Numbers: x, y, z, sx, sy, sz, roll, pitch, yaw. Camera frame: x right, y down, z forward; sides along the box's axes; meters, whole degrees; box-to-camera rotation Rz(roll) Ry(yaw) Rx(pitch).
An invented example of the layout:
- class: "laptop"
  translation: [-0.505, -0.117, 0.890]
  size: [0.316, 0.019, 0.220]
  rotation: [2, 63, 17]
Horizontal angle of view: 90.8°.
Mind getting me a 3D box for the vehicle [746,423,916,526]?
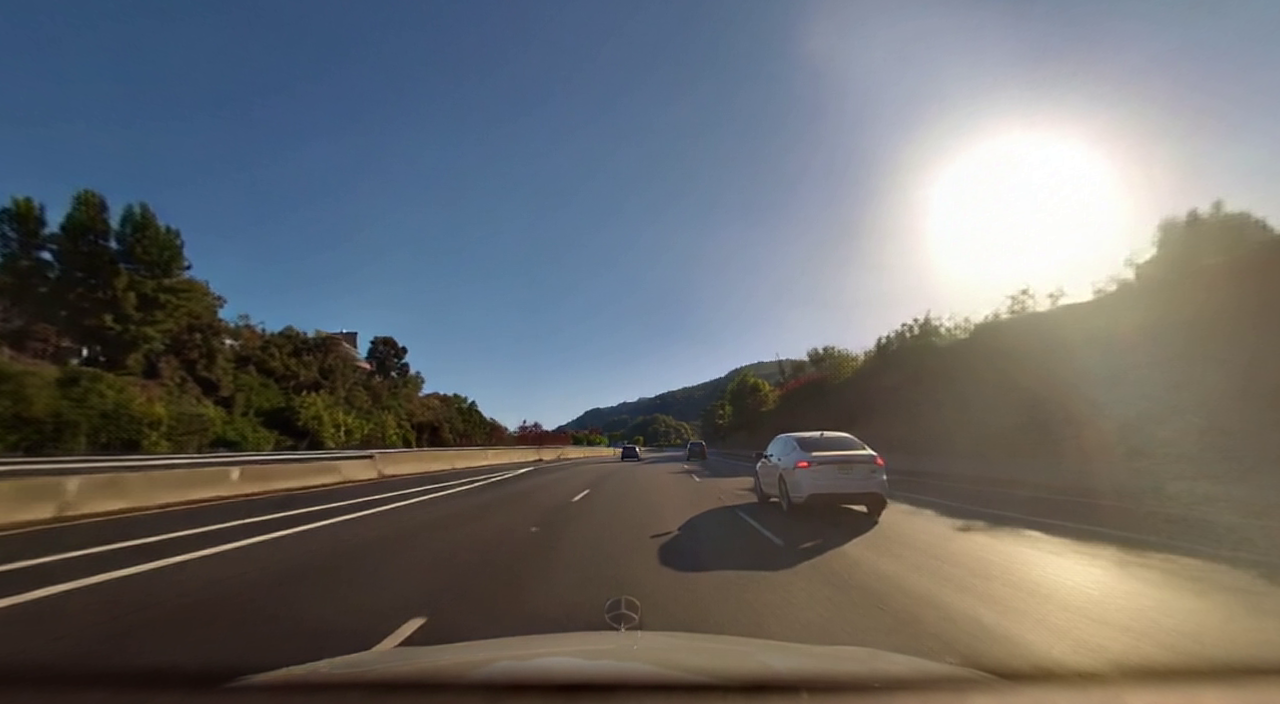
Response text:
- class: "vehicle"
  translation: [3.643, 2.432, 13.053]
  size: [2.075, 1.743, 4.410]
  rotation: [0, -9, -1]
